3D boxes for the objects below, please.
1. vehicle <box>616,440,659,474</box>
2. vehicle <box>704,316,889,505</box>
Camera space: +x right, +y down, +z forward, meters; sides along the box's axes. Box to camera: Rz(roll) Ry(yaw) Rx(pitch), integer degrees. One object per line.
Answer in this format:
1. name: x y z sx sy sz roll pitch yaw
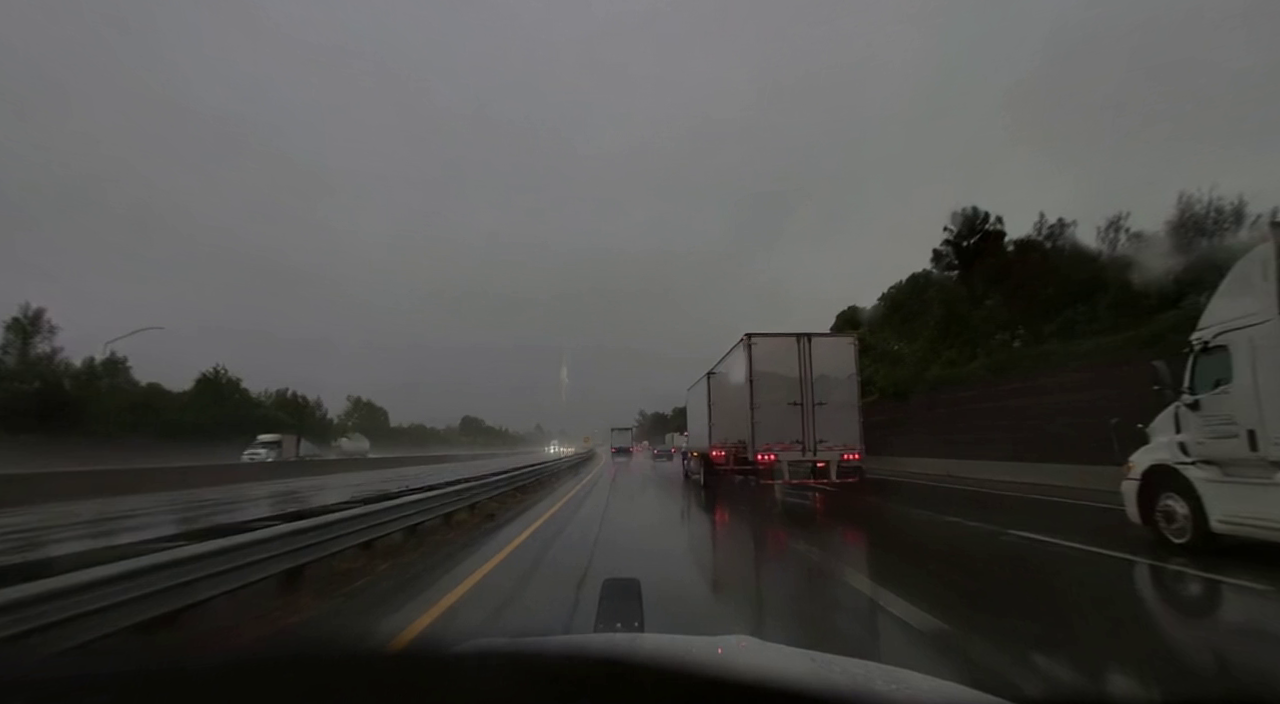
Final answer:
1. vehicle: -0.055 5.509 33.060 2.127 1.642 3.899 -1 -9 2
2. vehicle: 3.779 1.868 17.776 2.816 4.086 8.486 0 -9 -1
